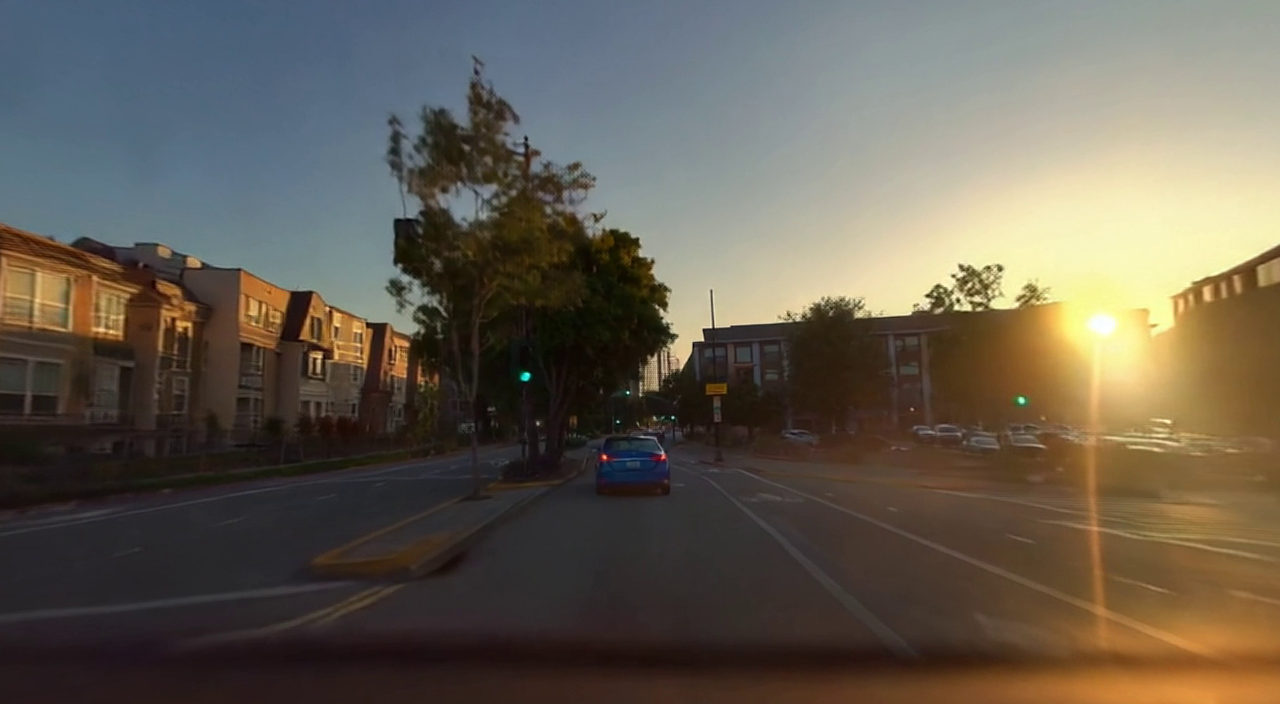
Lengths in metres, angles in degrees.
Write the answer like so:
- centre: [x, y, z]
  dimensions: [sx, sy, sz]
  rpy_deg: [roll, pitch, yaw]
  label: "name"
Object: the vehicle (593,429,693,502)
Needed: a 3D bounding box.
- centre: [-0.068, 2.477, 14.313]
  dimensions: [1.950, 1.401, 4.159]
  rpy_deg: [0, -8, -4]
  label: "vehicle"
